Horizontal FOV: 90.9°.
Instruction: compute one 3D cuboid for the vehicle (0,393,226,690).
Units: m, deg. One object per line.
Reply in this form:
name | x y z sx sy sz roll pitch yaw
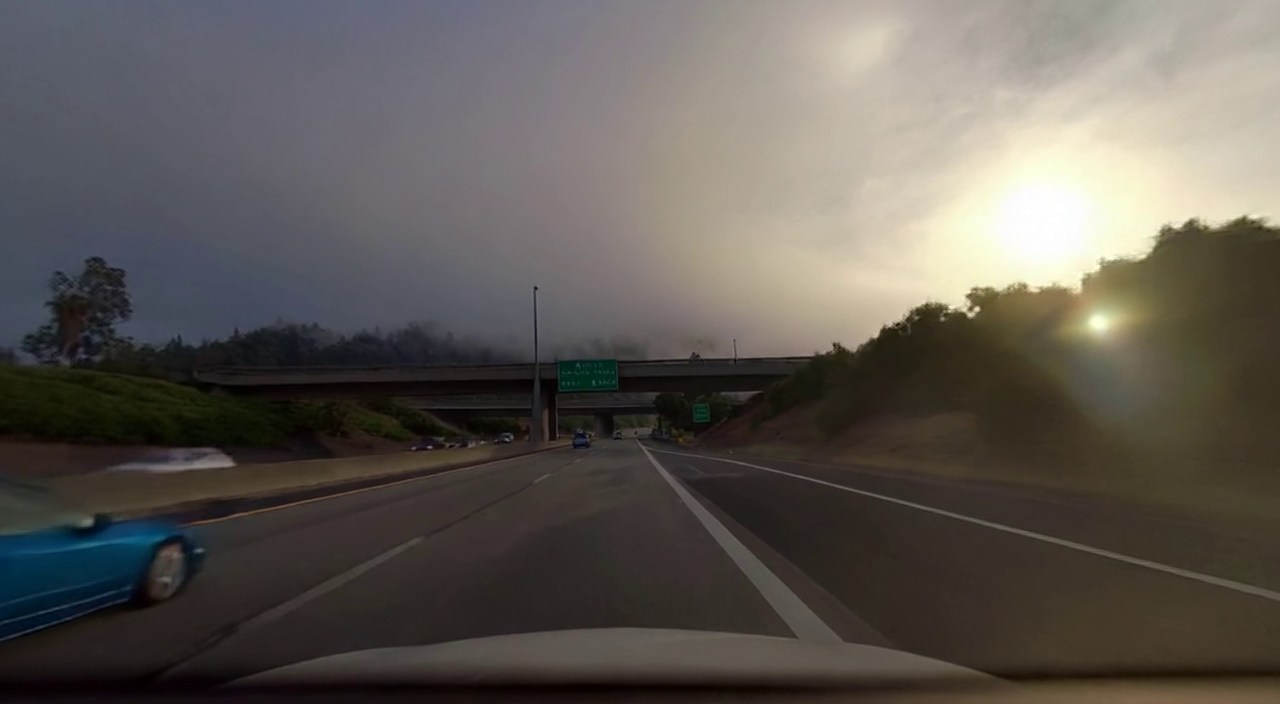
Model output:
vehicle | -4.563 0.983 2.996 2.086 1.624 4.607 0 -8 -1
